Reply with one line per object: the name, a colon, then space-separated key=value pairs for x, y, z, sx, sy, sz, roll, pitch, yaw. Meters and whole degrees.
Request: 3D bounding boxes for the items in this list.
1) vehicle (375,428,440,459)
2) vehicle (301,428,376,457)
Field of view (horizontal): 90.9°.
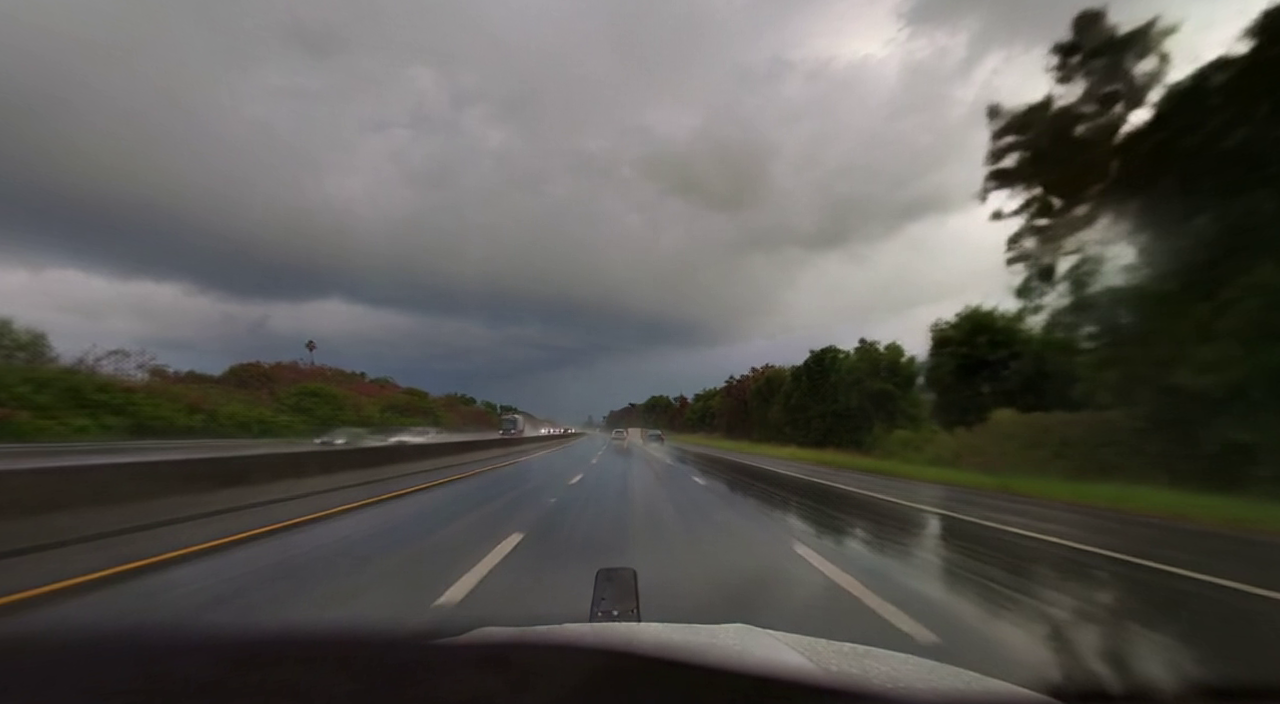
vehicle: x=-12.251 y=4.842 z=33.435 sx=1.842 sy=1.534 sz=4.154 roll=0 pitch=-8 yaw=0
vehicle: x=-16.190 y=4.874 z=34.064 sx=2.077 sy=1.480 sz=4.193 roll=0 pitch=-8 yaw=-2
